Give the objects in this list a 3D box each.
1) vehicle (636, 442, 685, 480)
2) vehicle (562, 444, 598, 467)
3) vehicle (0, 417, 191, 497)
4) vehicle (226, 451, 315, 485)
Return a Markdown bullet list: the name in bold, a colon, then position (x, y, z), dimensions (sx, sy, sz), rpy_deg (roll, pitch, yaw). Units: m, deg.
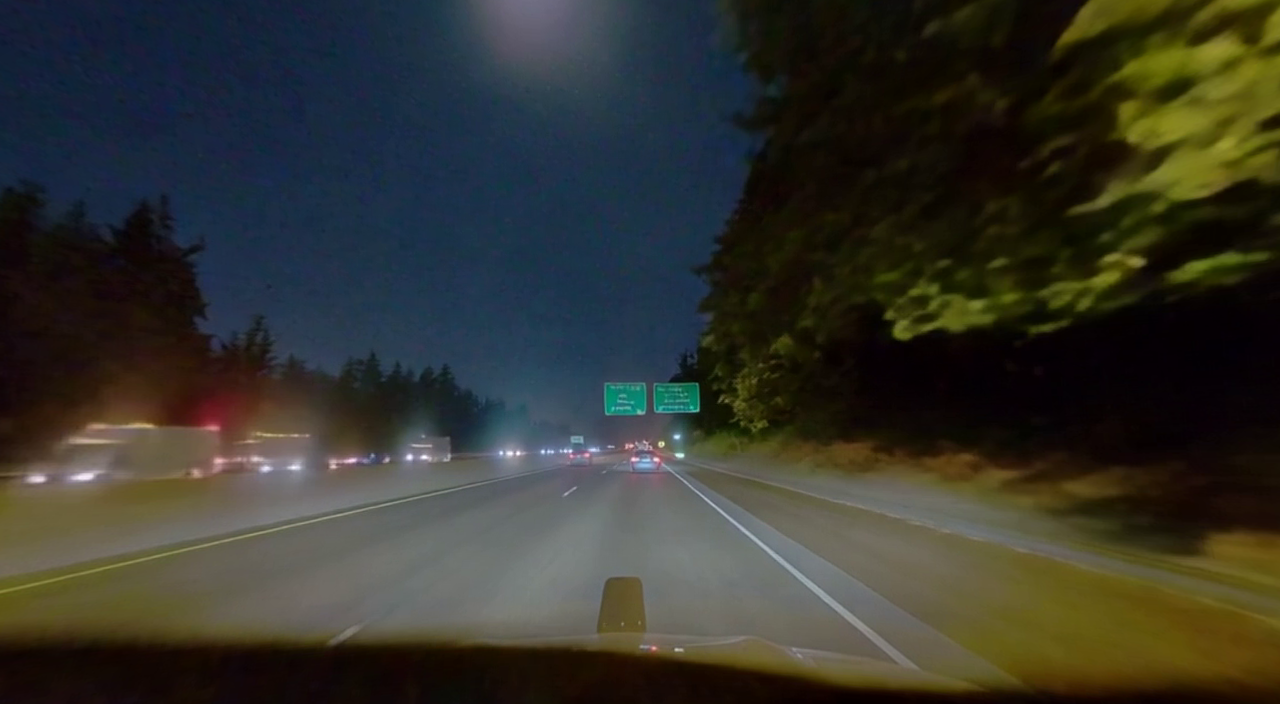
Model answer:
- **vehicle**: position (0.854, 4.631, 26.900), dimensions (1.960, 1.456, 3.818), rpy_deg (0, -9, 1)
- **vehicle**: position (-4.169, 7.297, 44.405), dimensions (2.081, 1.534, 4.543), rpy_deg (0, -9, 1)
- **vehicle**: position (-20.763, 3.972, 24.081), dimensions (2.353, 2.613, 6.328), rpy_deg (0, -9, 1)
- **vehicle**: position (-16.660, 5.217, 28.633), dimensions (1.782, 1.442, 3.680), rpy_deg (0, -9, 0)
